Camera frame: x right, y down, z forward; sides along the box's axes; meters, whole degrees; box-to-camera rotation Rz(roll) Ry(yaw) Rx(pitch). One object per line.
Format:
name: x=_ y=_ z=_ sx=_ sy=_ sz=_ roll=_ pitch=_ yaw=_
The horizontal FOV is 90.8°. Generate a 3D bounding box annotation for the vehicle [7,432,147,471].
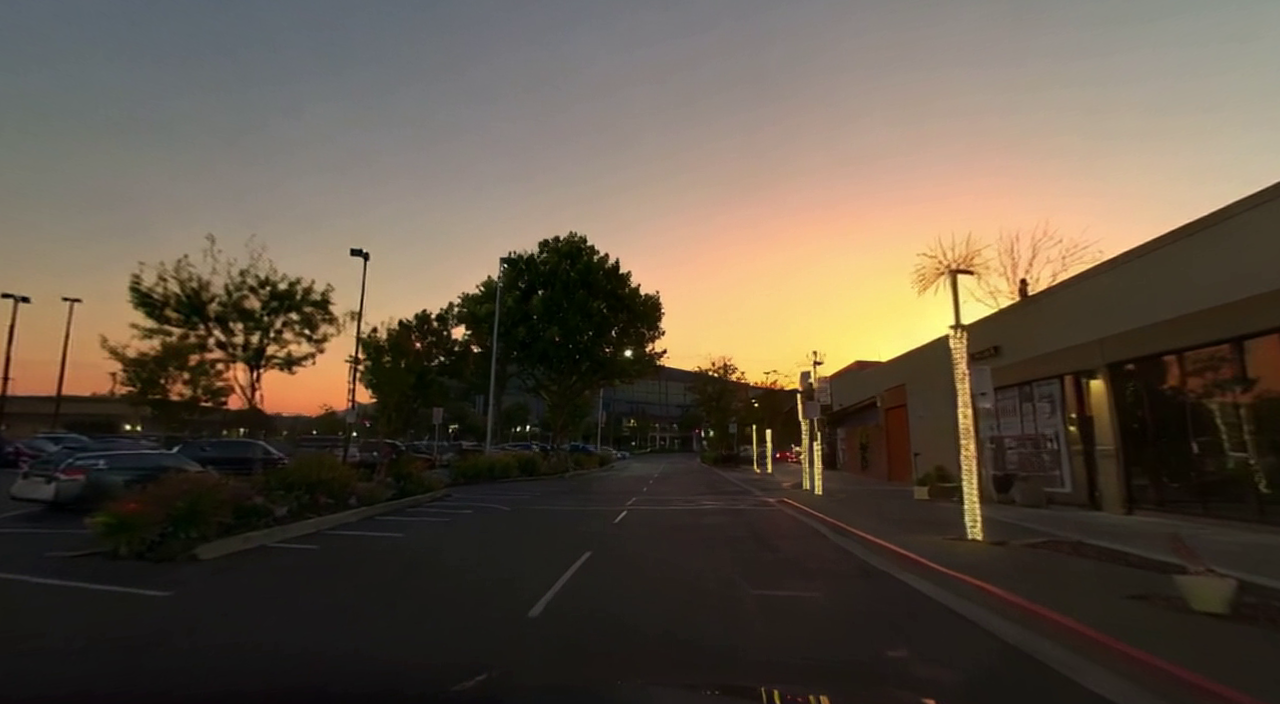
vehicle: x=-24.874 y=4.421 z=28.163 sx=1.876 sy=1.591 sz=4.470 roll=-1 pitch=-8 yaw=5

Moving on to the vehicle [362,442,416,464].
vehicle: x=-18.245 y=7.345 z=46.068 sx=1.909 sy=1.474 sz=3.908 roll=-1 pitch=-8 yaw=7

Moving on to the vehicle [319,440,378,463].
vehicle: x=-21.209 y=7.262 z=46.146 sx=1.773 sy=1.498 sz=4.085 roll=2 pitch=-8 yaw=11

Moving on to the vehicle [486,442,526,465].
vehicle: x=-9.740 y=7.385 z=46.267 sx=1.892 sy=1.597 sz=4.259 roll=0 pitch=-8 yaw=2

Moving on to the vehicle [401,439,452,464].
vehicle: x=-15.424 y=7.270 z=45.907 sx=1.902 sy=1.645 sz=3.903 roll=1 pitch=-10 yaw=7

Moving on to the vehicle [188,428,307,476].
vehicle: x=-17.009 y=4.360 z=27.692 sx=1.972 sy=1.923 sz=4.535 roll=-1 pitch=-8 yaw=5

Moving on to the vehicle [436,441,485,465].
vehicle: x=-12.891 y=7.281 z=45.674 sx=1.928 sy=1.613 sz=4.197 roll=-1 pitch=-8 yaw=7
